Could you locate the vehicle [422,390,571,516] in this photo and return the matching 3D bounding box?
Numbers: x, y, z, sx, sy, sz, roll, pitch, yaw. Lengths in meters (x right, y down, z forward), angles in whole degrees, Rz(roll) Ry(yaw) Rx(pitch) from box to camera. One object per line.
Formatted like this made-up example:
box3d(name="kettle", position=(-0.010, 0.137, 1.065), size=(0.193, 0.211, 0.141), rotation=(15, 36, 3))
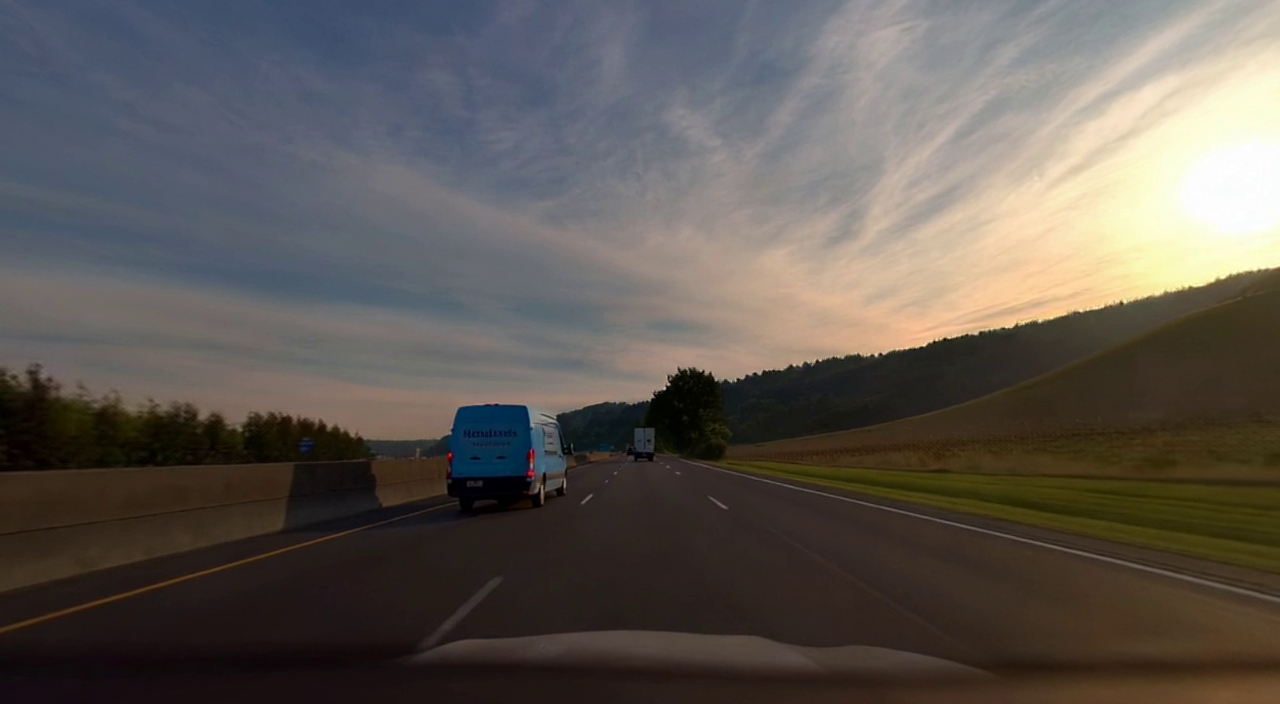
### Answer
box3d(name="vehicle", position=(-3.423, 2.667, 16.922), size=(2.320, 2.636, 7.021), rotation=(0, -9, 0))
